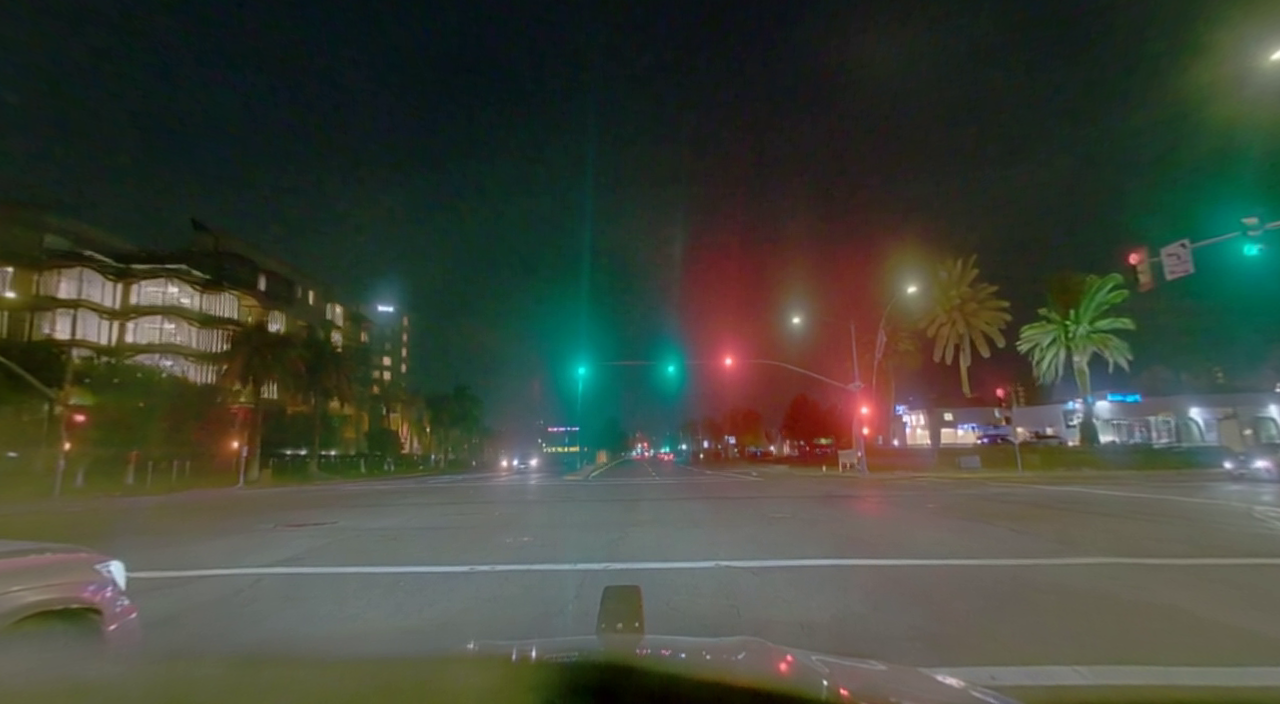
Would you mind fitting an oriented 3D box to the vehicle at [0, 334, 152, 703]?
[{"bbox_3d":[-3.364,0.535,0.615,2.026,1.723,4.832,0,-9,-2],"label":"vehicle"}]

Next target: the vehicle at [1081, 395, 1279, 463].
[{"bbox_3d":[32.583,4.852,39.008,2.863,3.609,10.252,0,-8,-3],"label":"vehicle"}]
